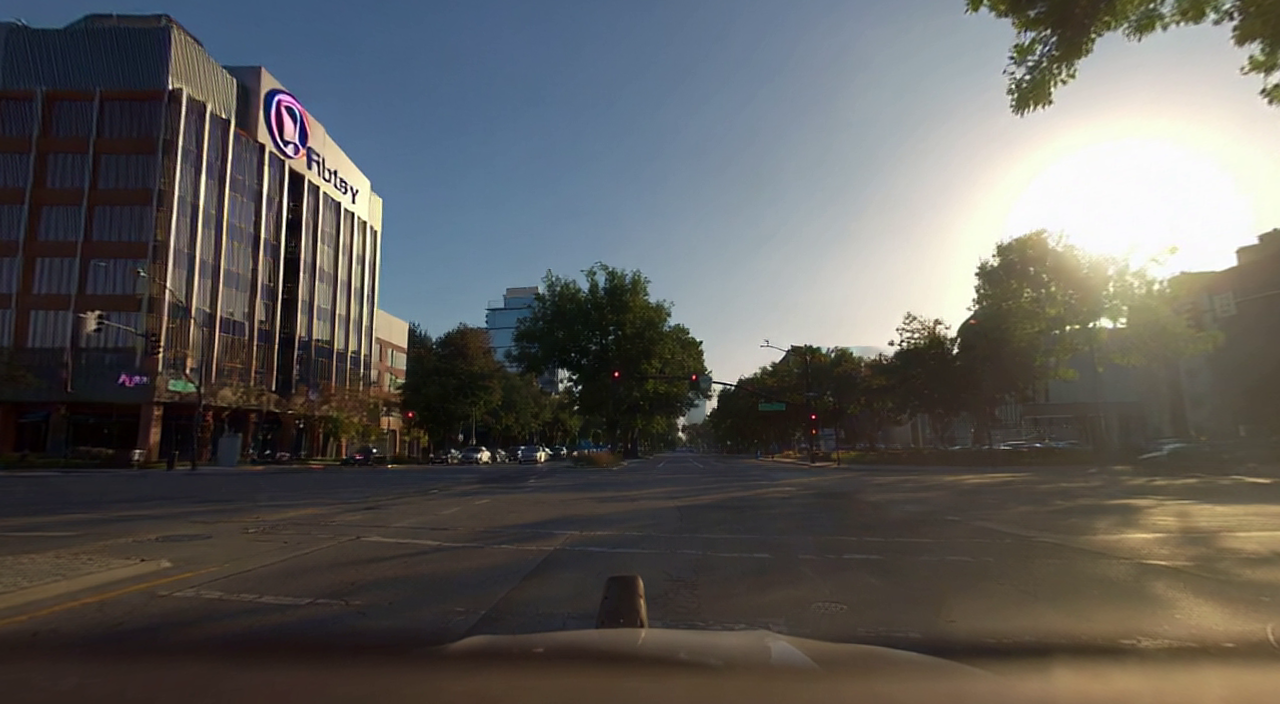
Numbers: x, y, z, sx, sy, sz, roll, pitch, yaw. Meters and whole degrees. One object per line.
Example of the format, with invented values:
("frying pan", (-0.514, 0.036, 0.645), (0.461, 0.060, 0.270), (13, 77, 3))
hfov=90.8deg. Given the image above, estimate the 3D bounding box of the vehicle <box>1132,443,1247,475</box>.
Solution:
("vehicle", (30.718, 5.966, 35.405), (4.639, 1.699, 2.030), (0, -9, -3))
